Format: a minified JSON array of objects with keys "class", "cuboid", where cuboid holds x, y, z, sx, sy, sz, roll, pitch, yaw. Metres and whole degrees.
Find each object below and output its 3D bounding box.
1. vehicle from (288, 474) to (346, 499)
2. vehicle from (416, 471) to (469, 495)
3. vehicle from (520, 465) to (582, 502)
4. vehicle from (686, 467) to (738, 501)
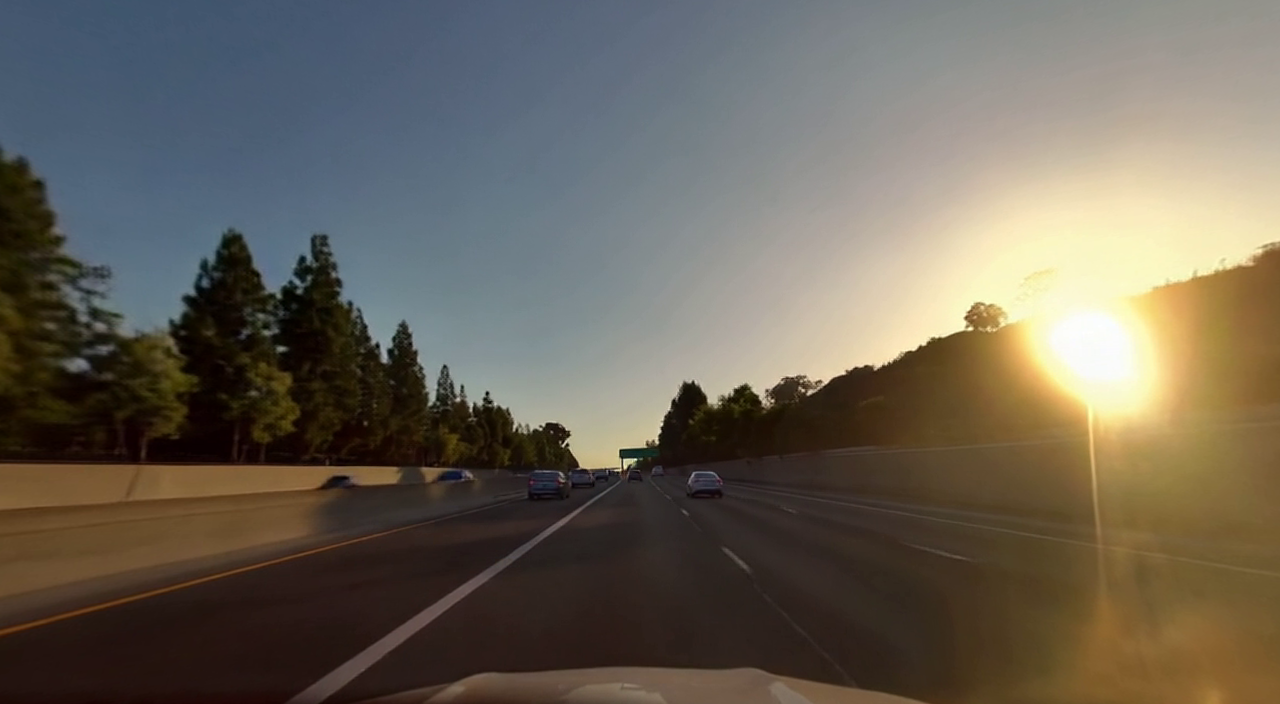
[{"class":"vehicle","cuboid":[-20.615,8.609,40.386,1.698,1.451,3.764,0,-10,0]},{"class":"vehicle","cuboid":[-12.760,8.494,41.051,1.913,1.435,4.527,0,-10,1]},{"class":"vehicle","cuboid":[-3.896,5.872,28.434,2.004,1.468,4.812,0,-10,0]},{"class":"vehicle","cuboid":[3.427,6.419,30.833,1.981,1.516,4.109,1,-10,-1]}]
